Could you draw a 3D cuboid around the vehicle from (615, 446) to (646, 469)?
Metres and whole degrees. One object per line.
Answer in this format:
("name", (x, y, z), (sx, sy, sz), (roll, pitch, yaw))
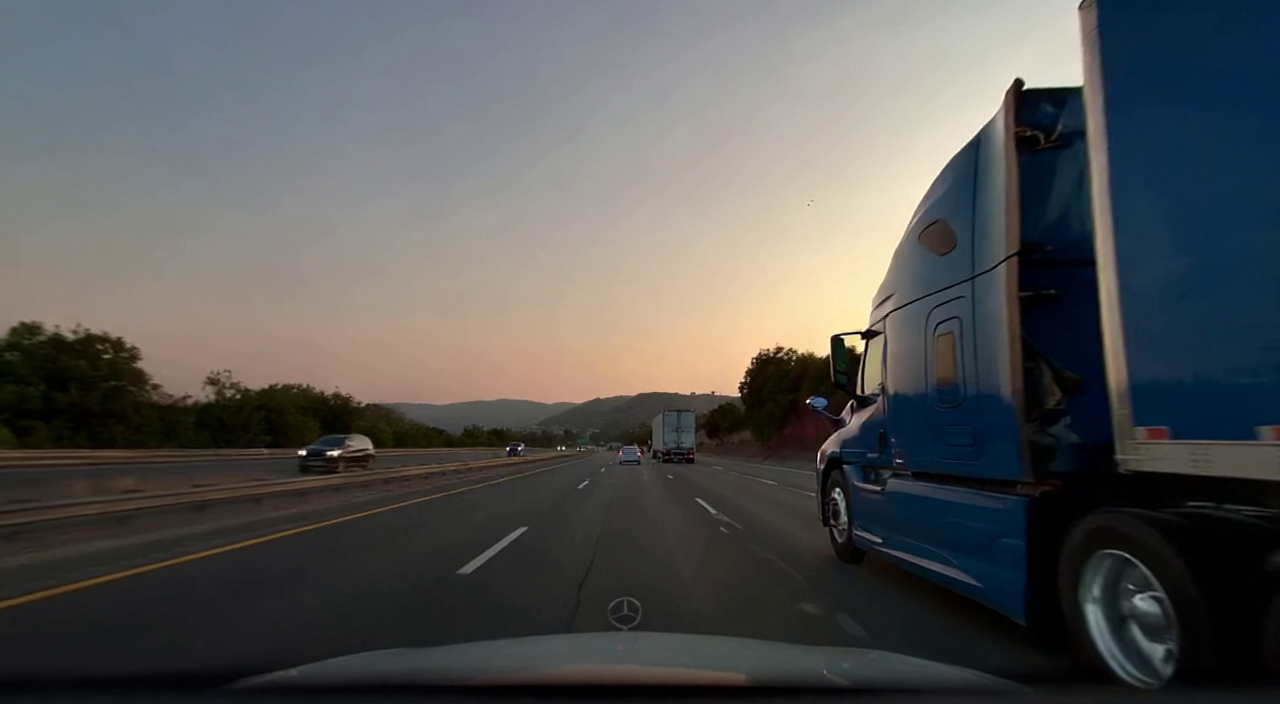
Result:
("vehicle", (-0.628, 6.955, 41.801), (1.898, 1.438, 4.053), (0, -9, -1))

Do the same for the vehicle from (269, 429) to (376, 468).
("vehicle", (-12.658, 3.910, 25.545), (2.048, 1.454, 4.392), (0, -9, 0))
